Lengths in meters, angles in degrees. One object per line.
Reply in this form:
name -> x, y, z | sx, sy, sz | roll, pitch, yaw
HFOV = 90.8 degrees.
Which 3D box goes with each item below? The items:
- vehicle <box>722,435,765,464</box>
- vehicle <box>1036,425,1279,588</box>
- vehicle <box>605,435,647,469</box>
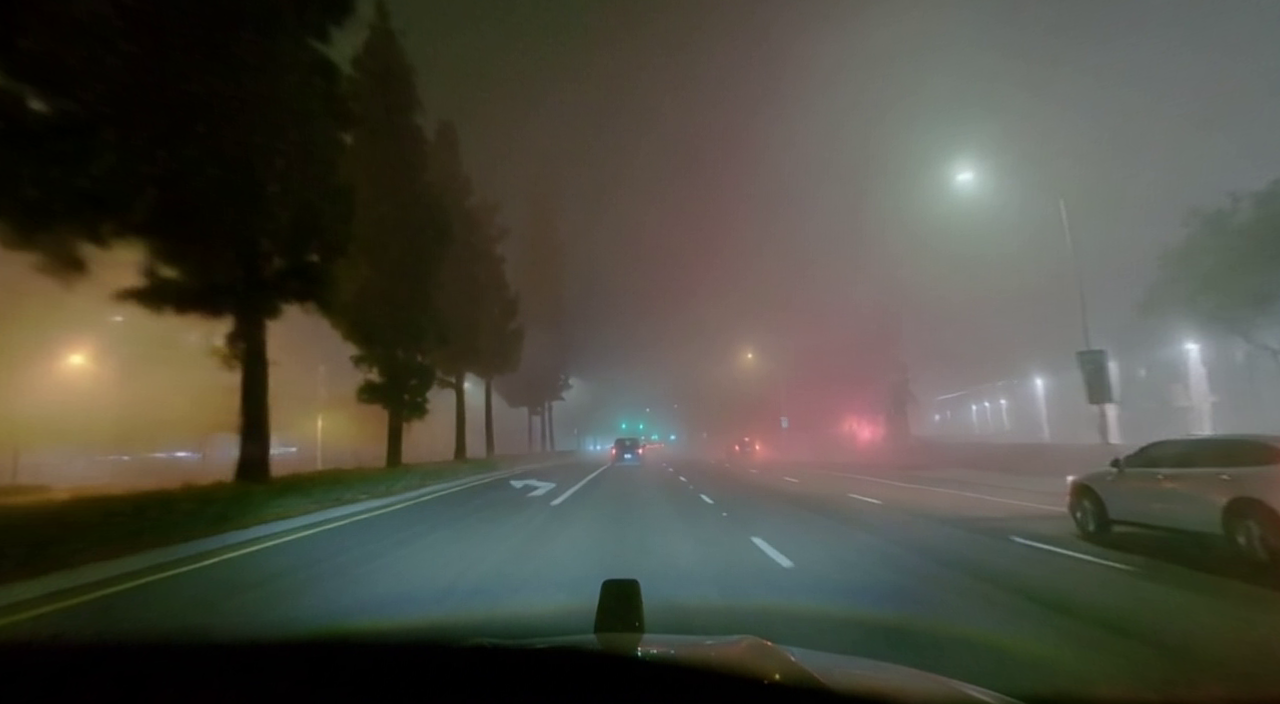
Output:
vehicle -> 6.769, 6.448, 41.907 | 2.026, 1.804, 4.565 | 0, -8, -1
vehicle -> 6.902, 1.591, 7.034 | 2.139, 1.471, 4.393 | 0, -8, 0
vehicle -> -0.696, 5.568, 35.365 | 2.193, 1.794, 4.457 | 0, -8, 0
